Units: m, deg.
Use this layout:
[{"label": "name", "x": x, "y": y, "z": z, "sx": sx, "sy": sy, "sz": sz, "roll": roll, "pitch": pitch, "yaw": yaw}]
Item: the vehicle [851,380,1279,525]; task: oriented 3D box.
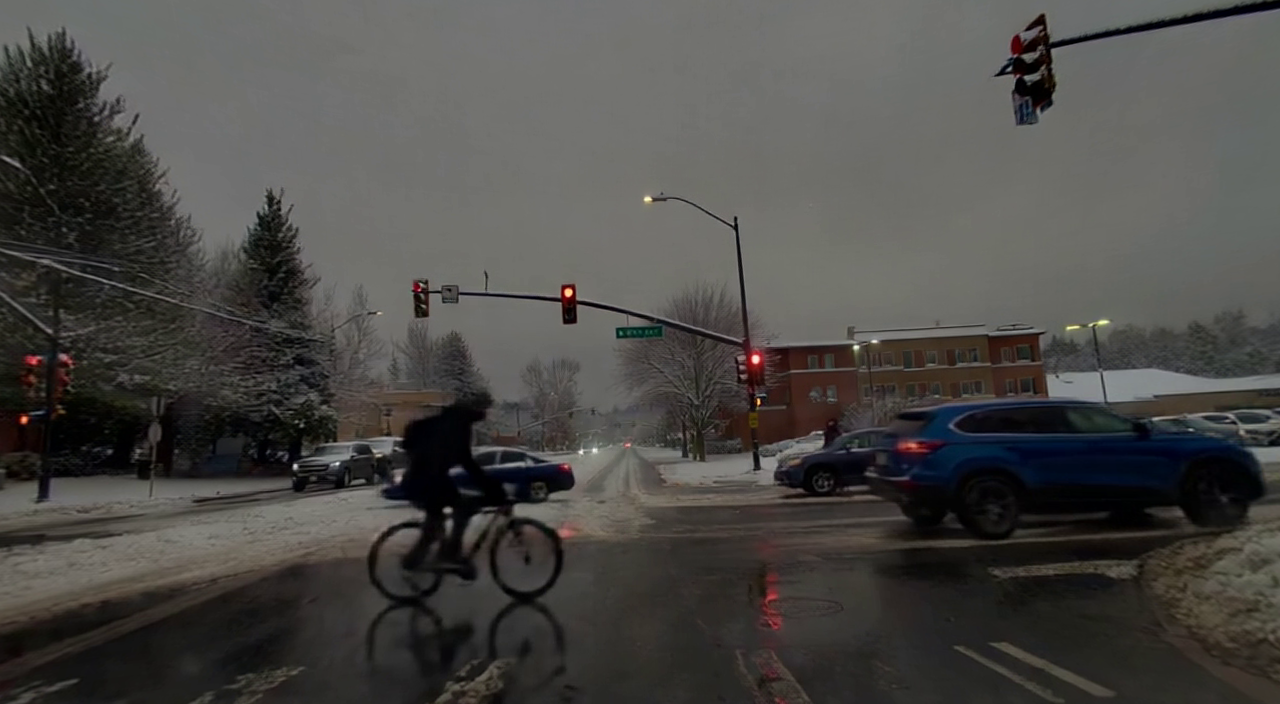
[{"label": "vehicle", "x": 6.104, "y": 1.499, "z": 9.458, "sx": 5.122, "sy": 1.781, "sz": 2.098, "roll": -2, "pitch": -9, "yaw": 4}]

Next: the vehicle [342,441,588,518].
[{"label": "vehicle", "x": -3.424, "y": 2.553, "z": 13.002, "sx": 4.533, "sy": 1.419, "sz": 1.755, "roll": 1, "pitch": -9, "yaw": -10}]

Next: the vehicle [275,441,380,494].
[{"label": "vehicle", "x": -13.728, "y": 5.060, "z": 28.151, "sx": 2.251, "sy": 1.957, "sz": 4.968, "roll": -4, "pitch": -9, "yaw": -1}]
